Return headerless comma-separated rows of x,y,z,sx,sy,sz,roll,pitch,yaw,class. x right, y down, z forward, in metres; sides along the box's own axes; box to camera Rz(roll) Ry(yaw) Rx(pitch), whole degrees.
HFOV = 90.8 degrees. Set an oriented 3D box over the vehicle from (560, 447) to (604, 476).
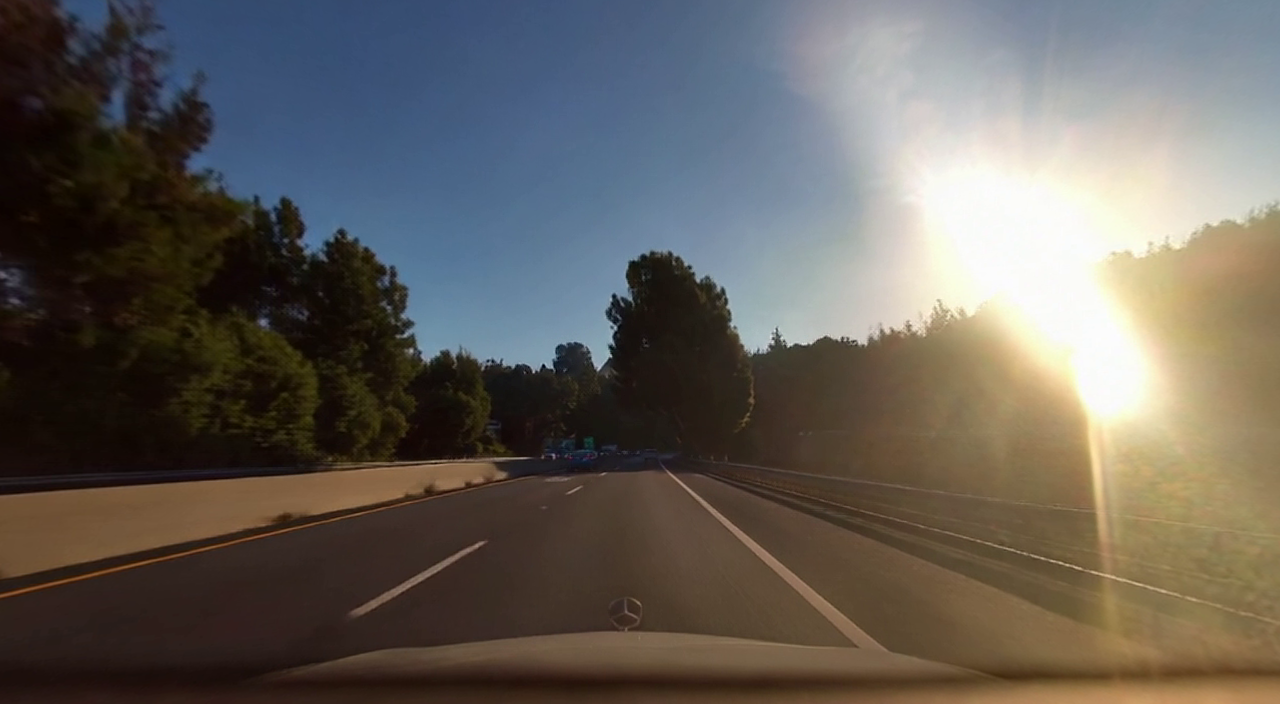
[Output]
-3.377,6.447,37.304,2.088,1.586,4.000,0,-9,2,vehicle
